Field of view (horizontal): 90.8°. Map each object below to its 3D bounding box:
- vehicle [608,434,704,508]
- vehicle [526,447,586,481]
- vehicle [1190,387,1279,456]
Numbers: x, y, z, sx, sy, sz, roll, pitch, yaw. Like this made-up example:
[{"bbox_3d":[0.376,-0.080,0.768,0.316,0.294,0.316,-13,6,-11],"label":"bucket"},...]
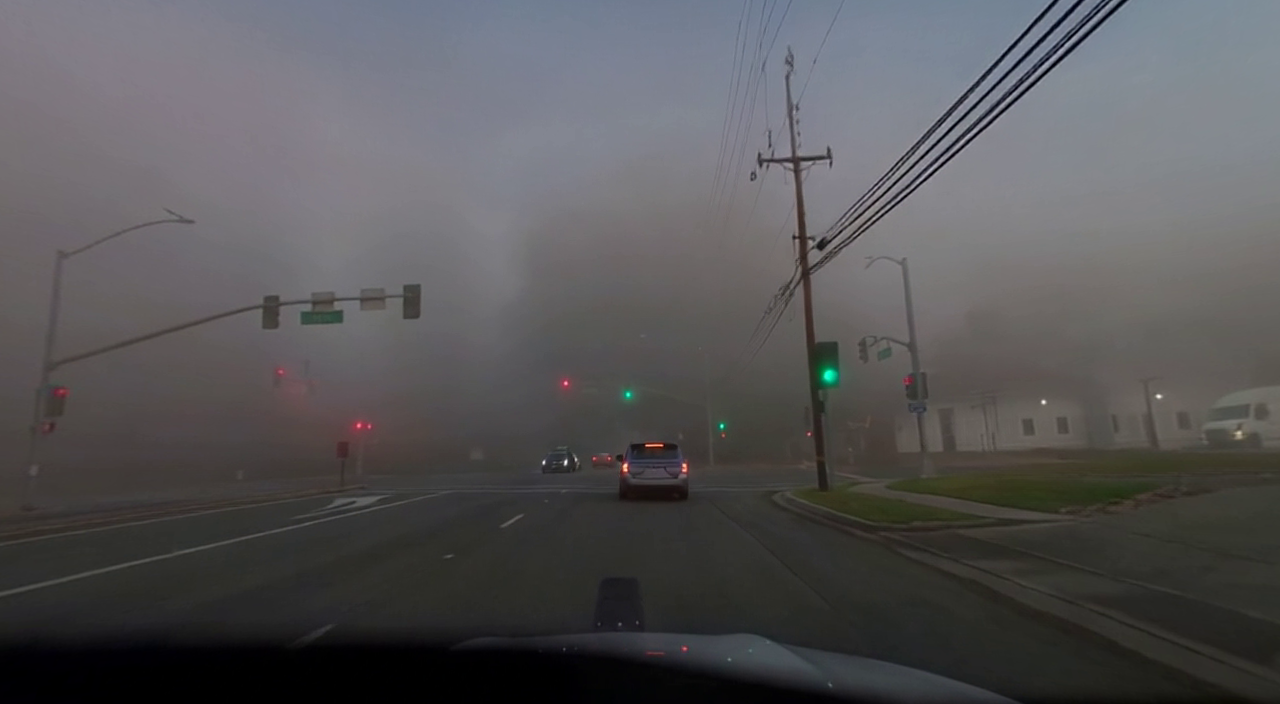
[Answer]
[{"bbox_3d":[0.357,2.980,16.218,2.156,1.636,3.923,0,-9,0],"label":"vehicle"},{"bbox_3d":[-3.911,5.285,30.139,2.153,1.474,4.284,0,-9,2],"label":"vehicle"},{"bbox_3d":[42.702,4.802,43.498,5.749,4.403,3.494,-3,-9,7],"label":"vehicle"}]
